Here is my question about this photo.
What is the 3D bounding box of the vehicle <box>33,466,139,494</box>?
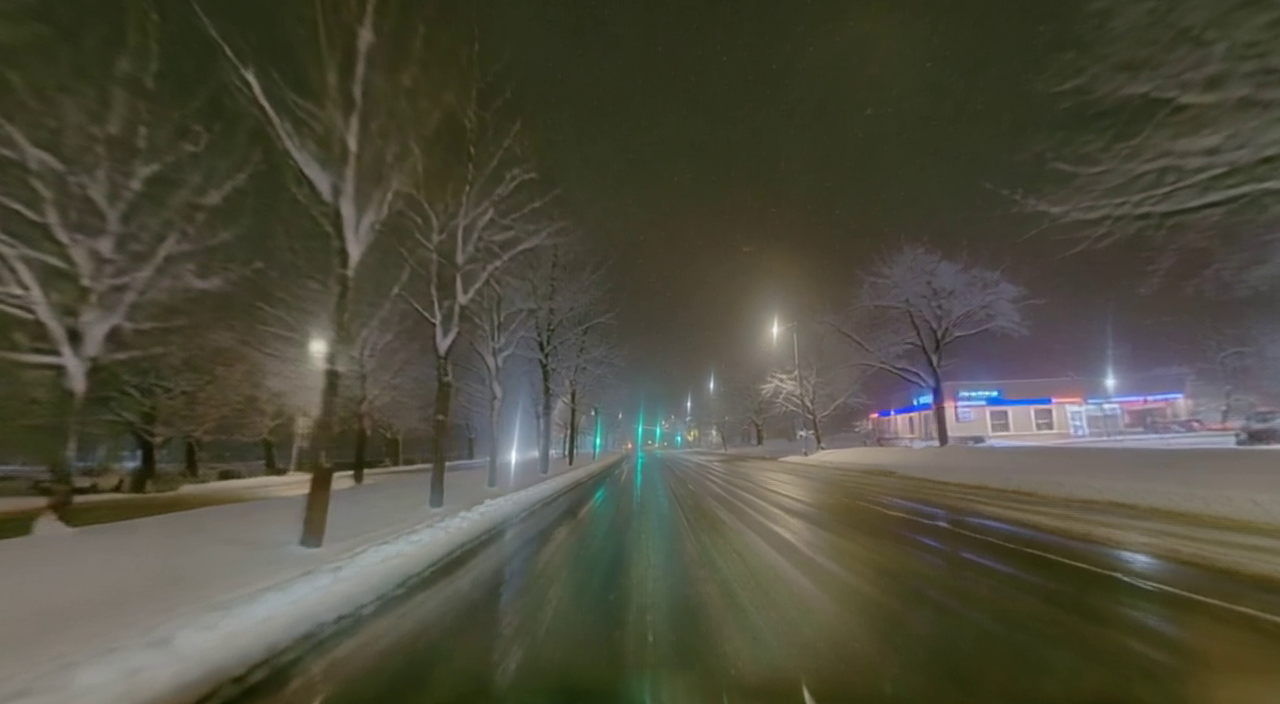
[{"bbox_3d":[-30.951,7.159,35.303,3.970,1.408,1.825,1,-11,-9],"label":"vehicle"}]
